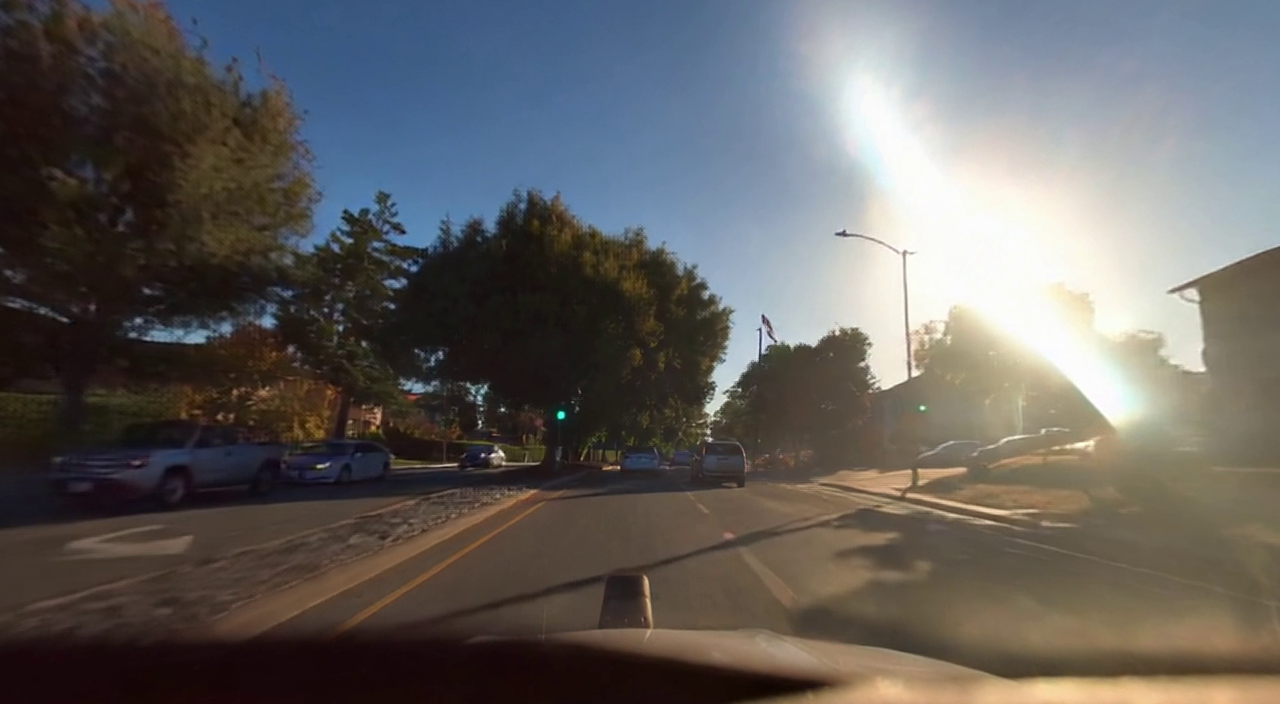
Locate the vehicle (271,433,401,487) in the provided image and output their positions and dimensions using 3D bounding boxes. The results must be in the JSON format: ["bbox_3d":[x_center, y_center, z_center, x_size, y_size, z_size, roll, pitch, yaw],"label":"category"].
[{"bbox_3d":[-9.158,3.268,19.452,1.829,1.463,4.403,0,-8,0],"label":"vehicle"}]

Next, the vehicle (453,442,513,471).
[{"bbox_3d":[-8.763,5.848,35.623,1.991,1.503,4.688,-1,-8,3],"label":"vehicle"}]

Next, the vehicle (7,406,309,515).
[{"bbox_3d":[-9.195,2.138,12.873,1.893,1.735,5.318,0,-8,1],"label":"vehicle"}]

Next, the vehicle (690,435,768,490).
[{"bbox_3d":[3.078,3.950,22.874,2.166,1.799,4.372,0,-8,0],"label":"vehicle"}]

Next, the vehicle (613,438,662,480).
[{"bbox_3d":[-0.074,5.052,30.051,2.185,1.822,4.391,0,-8,1],"label":"vehicle"}]
